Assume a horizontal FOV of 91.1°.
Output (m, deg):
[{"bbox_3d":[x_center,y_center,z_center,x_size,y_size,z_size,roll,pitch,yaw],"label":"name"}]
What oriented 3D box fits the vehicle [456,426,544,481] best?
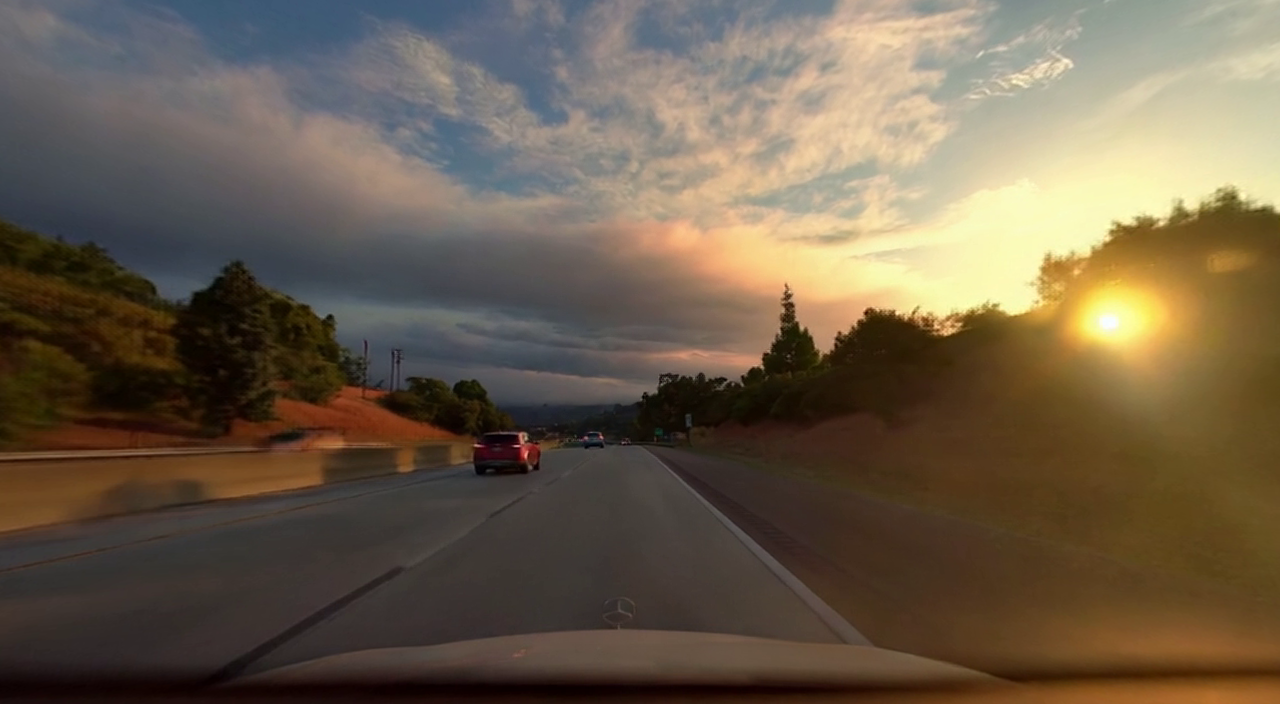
[{"bbox_3d":[-4.651,3.420,21.602,2.070,1.647,4.577,0,-8,-1],"label":"vehicle"}]
